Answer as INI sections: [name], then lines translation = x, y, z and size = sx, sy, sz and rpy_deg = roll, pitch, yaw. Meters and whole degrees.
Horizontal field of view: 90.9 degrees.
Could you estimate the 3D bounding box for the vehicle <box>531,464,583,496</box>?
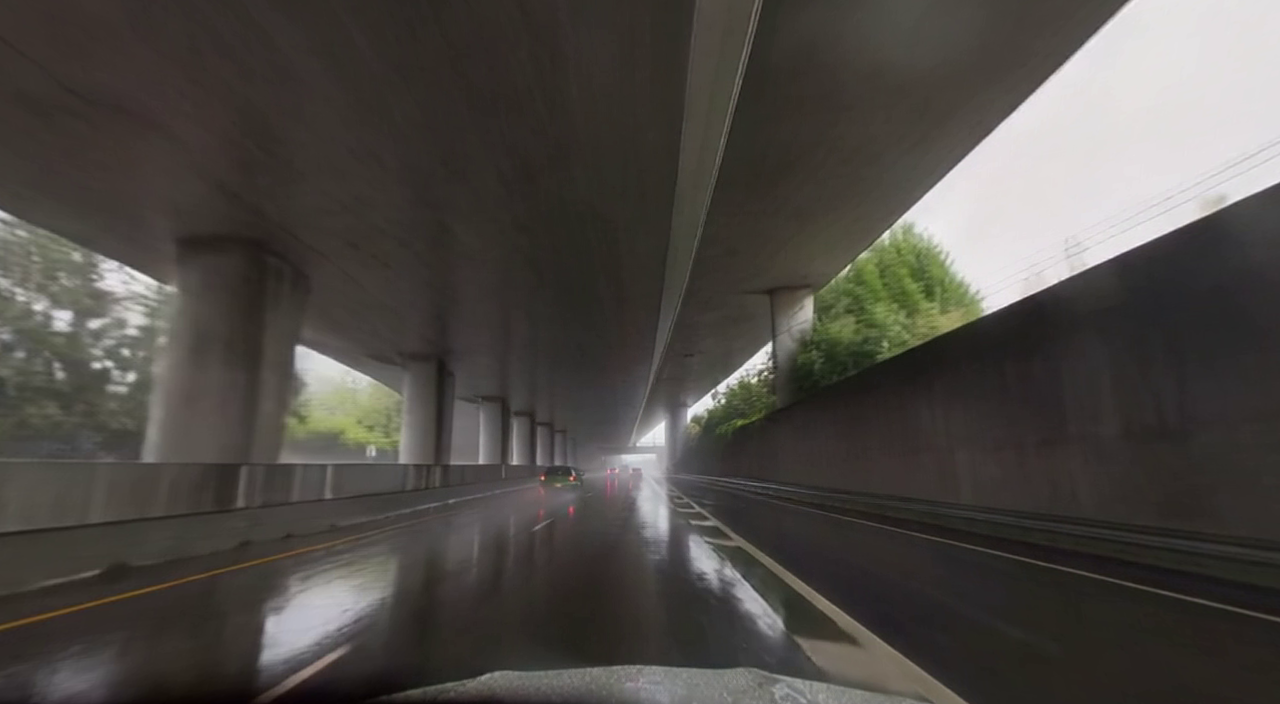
[vehicle]
translation = -4.044, 6.322, 31.326
size = 2.006, 1.469, 4.050
rpy_deg = 1, -10, 0
